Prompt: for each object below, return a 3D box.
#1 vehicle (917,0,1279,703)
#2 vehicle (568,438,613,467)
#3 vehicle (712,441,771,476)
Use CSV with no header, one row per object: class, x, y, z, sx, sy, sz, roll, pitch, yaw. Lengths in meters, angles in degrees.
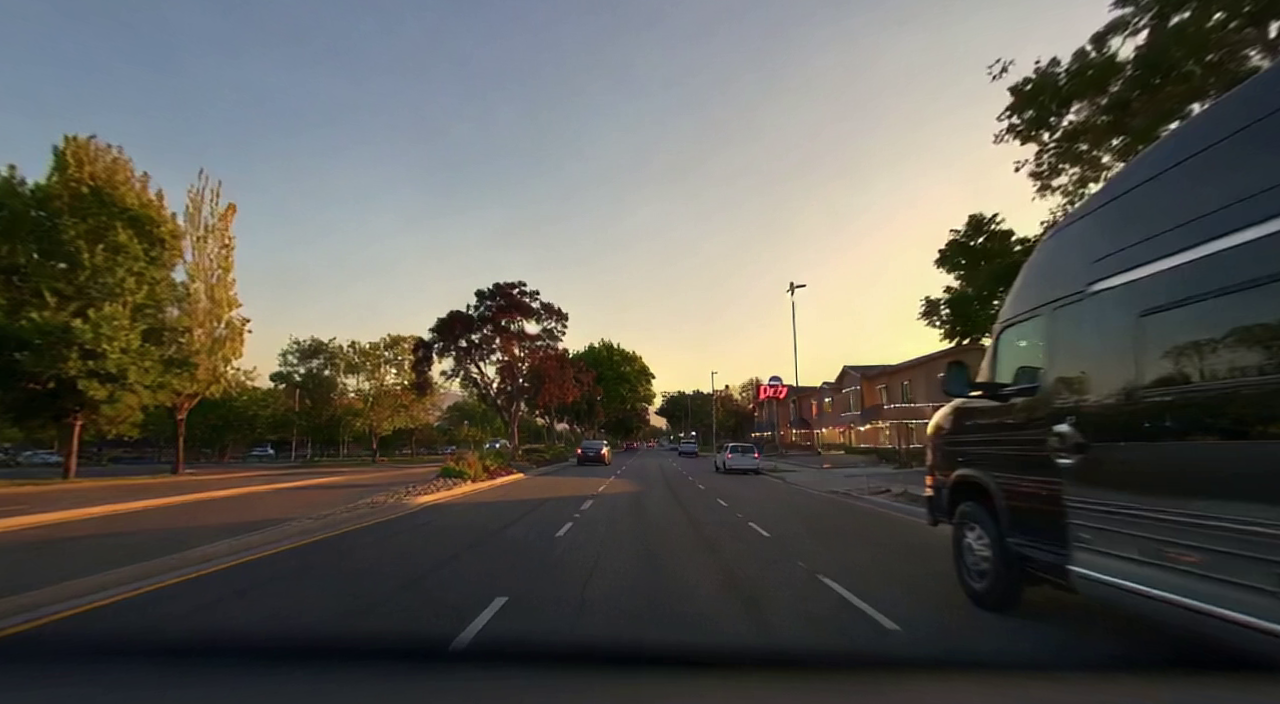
vehicle,4.210,-0.379,1.714,3.038,4.027,8.712,0,-8,1
vehicle,-2.728,5.669,35.687,2.176,1.543,4.335,0,-8,1
vehicle,4.651,4.937,29.580,2.025,1.500,4.465,0,-8,0
